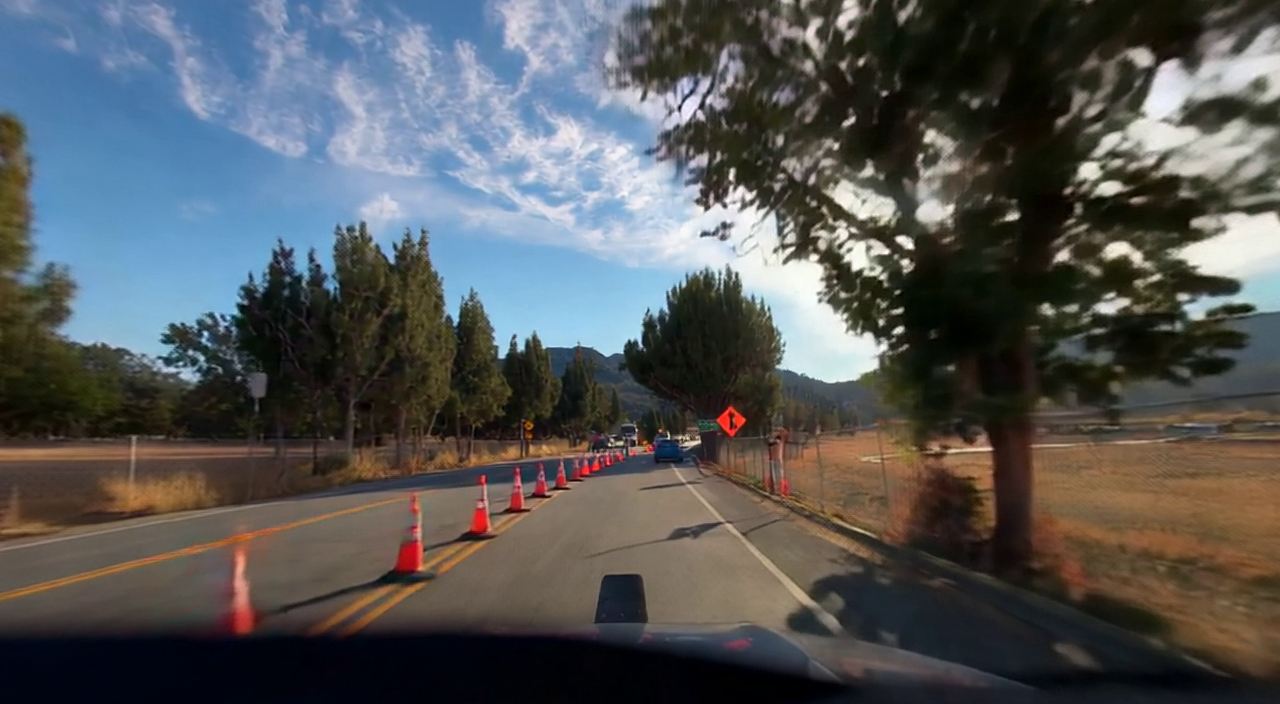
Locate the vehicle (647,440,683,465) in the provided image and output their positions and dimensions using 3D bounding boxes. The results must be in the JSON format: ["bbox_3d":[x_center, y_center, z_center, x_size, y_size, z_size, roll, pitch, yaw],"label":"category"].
[{"bbox_3d":[1.612,6.274,39.444,2.172,1.486,3.581,-1,-9,4],"label":"vehicle"}]
